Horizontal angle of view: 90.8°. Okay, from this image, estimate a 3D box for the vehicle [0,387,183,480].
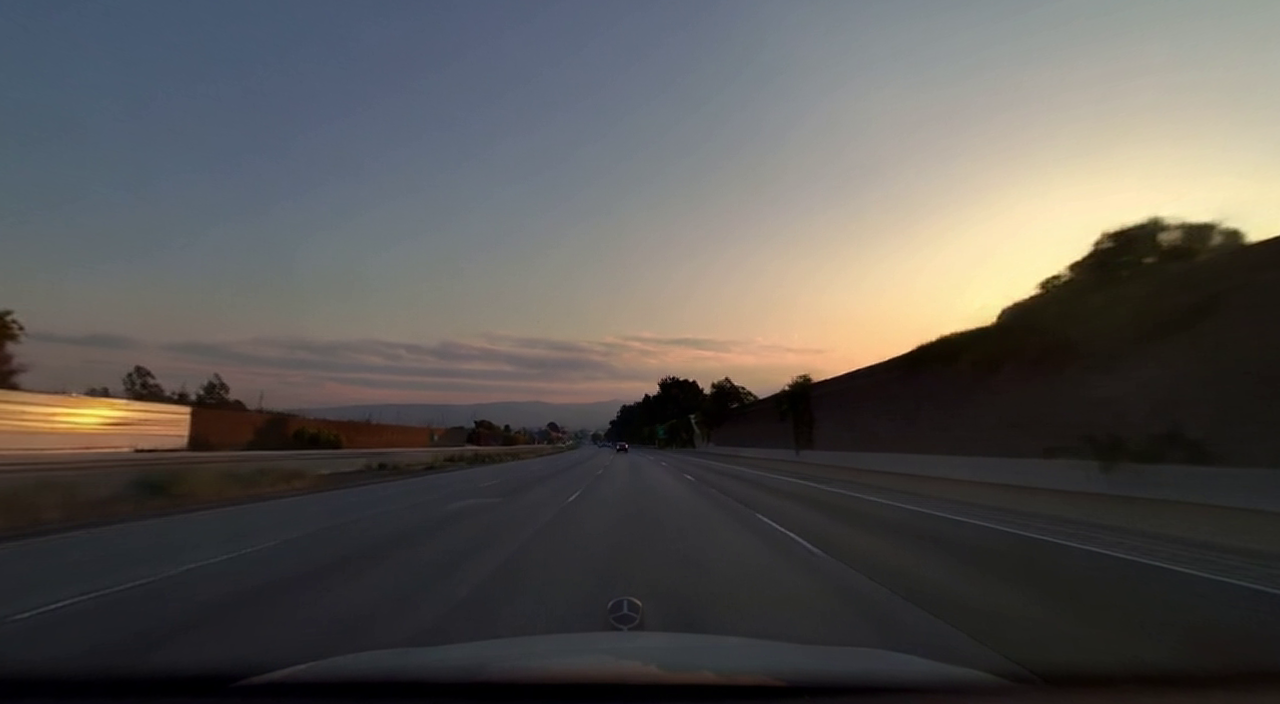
[{"bbox_3d":[-30.263,4.279,32.270,2.921,4.130,14.945,2,-9,-2],"label":"vehicle"}]
